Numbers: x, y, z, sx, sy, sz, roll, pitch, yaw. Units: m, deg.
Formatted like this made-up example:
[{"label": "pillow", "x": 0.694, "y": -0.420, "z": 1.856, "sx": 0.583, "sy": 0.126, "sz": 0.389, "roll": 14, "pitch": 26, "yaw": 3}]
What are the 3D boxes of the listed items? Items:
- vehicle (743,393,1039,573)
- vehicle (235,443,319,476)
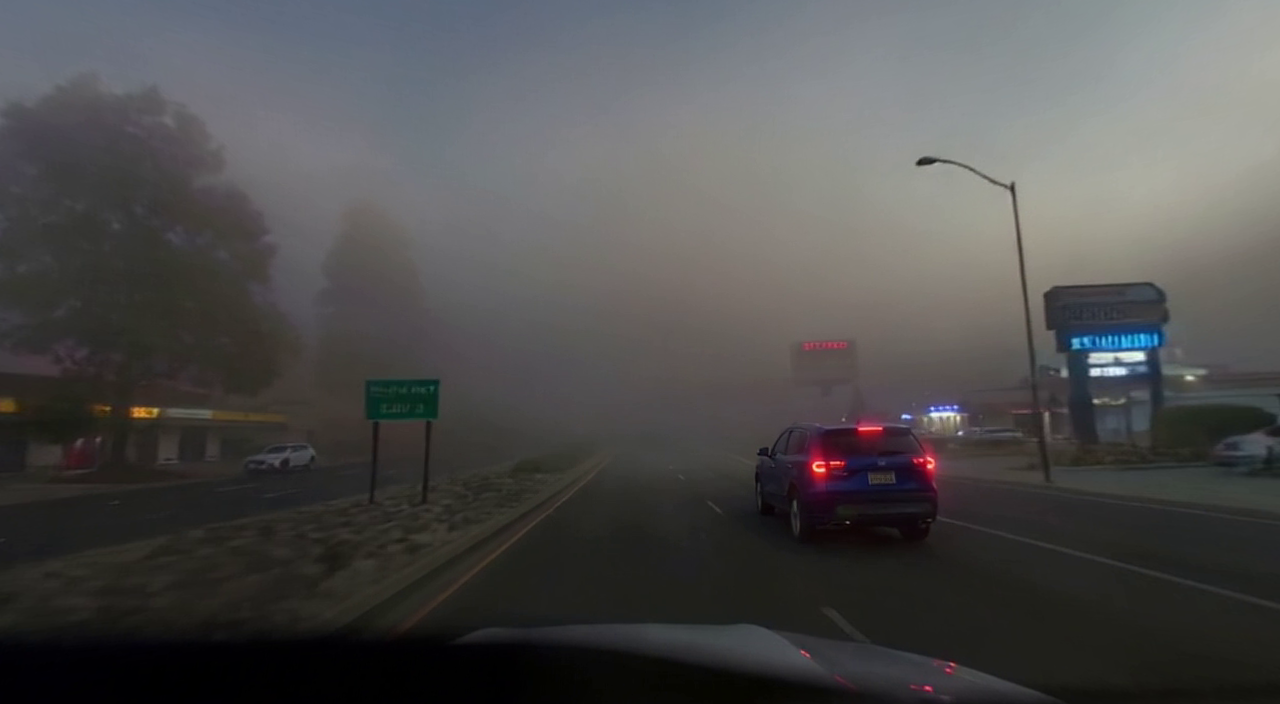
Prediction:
[{"label": "vehicle", "x": 2.898, "y": 1.659, "z": 8.706, "sx": 2.130, "sy": 1.790, "sz": 4.615, "roll": 0, "pitch": -9, "yaw": 0}, {"label": "vehicle", "x": -19.409, "y": 5.729, "z": 34.021, "sx": 1.988, "sy": 1.634, "sz": 4.301, "roll": 0, "pitch": -9, "yaw": -1}]
